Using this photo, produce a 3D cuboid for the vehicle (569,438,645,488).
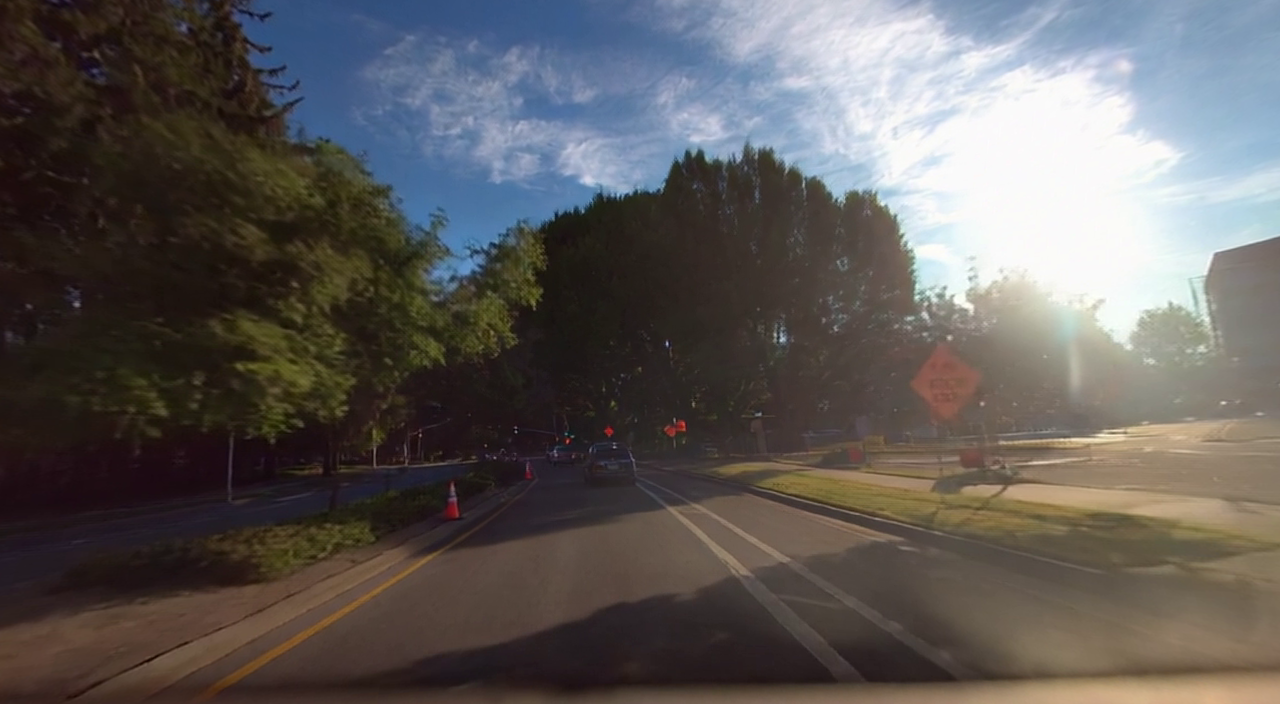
[{"bbox_3d":[-1.269,3.764,21.829,2.266,1.508,4.430,1,-8,-7],"label":"vehicle"}]
